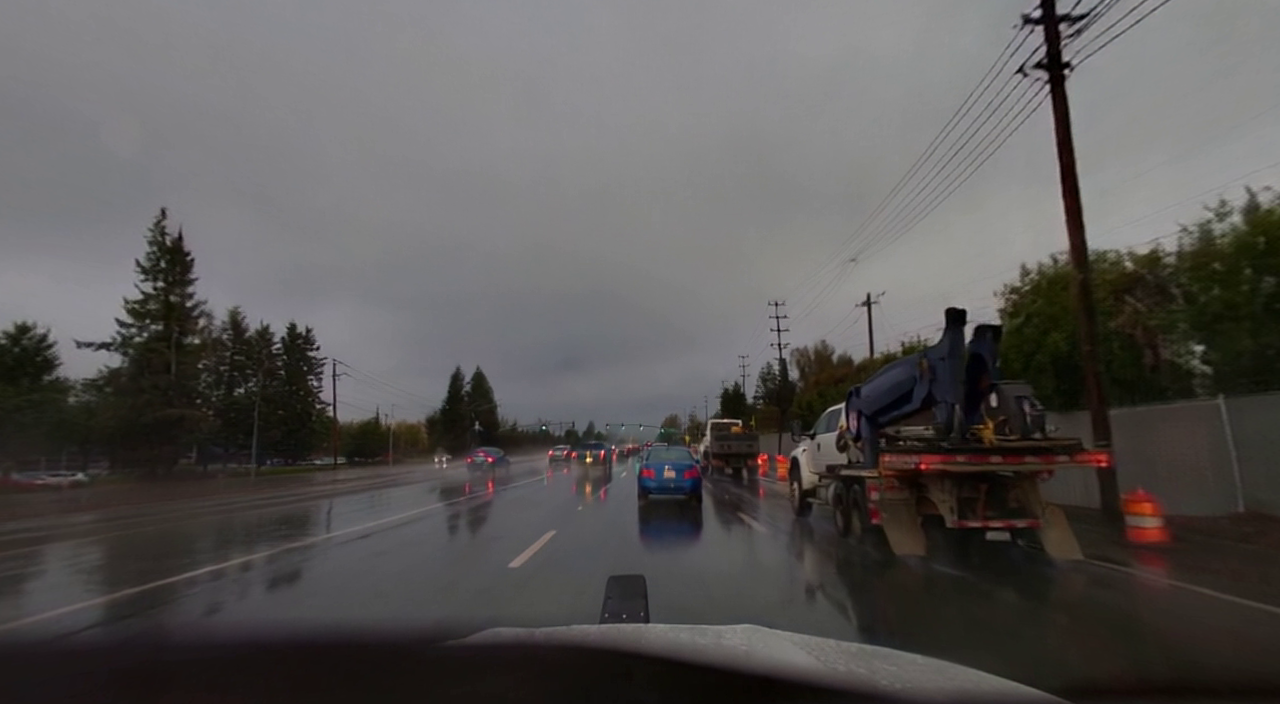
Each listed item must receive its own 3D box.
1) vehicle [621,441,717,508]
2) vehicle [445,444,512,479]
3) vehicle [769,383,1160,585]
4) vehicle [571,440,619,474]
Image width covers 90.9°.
[{"bbox_3d":[0.673,3.038,16.167,2.128,1.473,4.272,0,-8,1],"label":"vehicle"},{"bbox_3d":[-7.574,5.182,30.152,2.018,1.490,4.926,0,-8,-1],"label":"vehicle"},{"bbox_3d":[3.882,1.776,9.483,2.555,2.017,6.201,0,-9,0],"label":"vehicle"},{"bbox_3d":[-2.340,5.629,33.990,1.989,1.729,4.184,-1,-8,4],"label":"vehicle"}]
